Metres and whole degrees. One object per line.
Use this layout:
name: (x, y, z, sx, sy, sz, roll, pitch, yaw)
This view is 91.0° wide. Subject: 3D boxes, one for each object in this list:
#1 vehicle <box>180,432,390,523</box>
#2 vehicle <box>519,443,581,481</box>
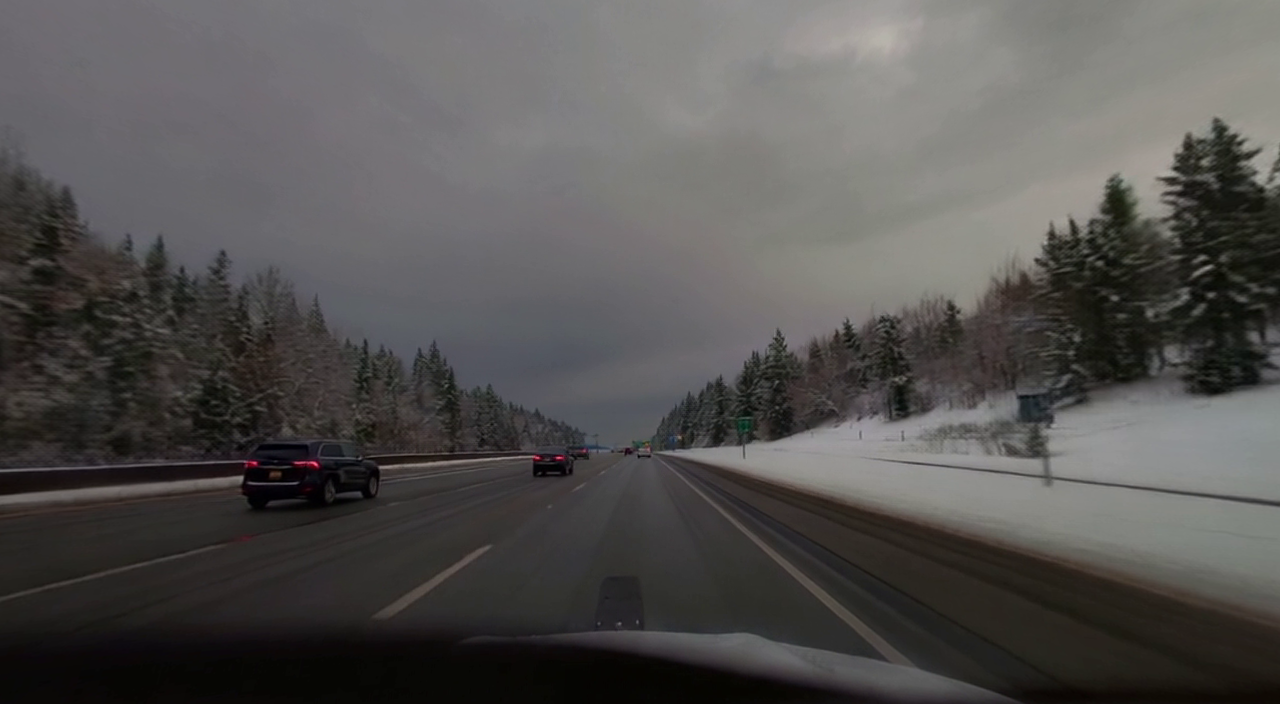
vehicle: (-7.232, 2.581, 13.461, 2.007, 1.616, 4.141, 0, -9, 1)
vehicle: (-4.045, 5.026, 29.050, 2.104, 1.558, 4.639, 0, -9, 1)
